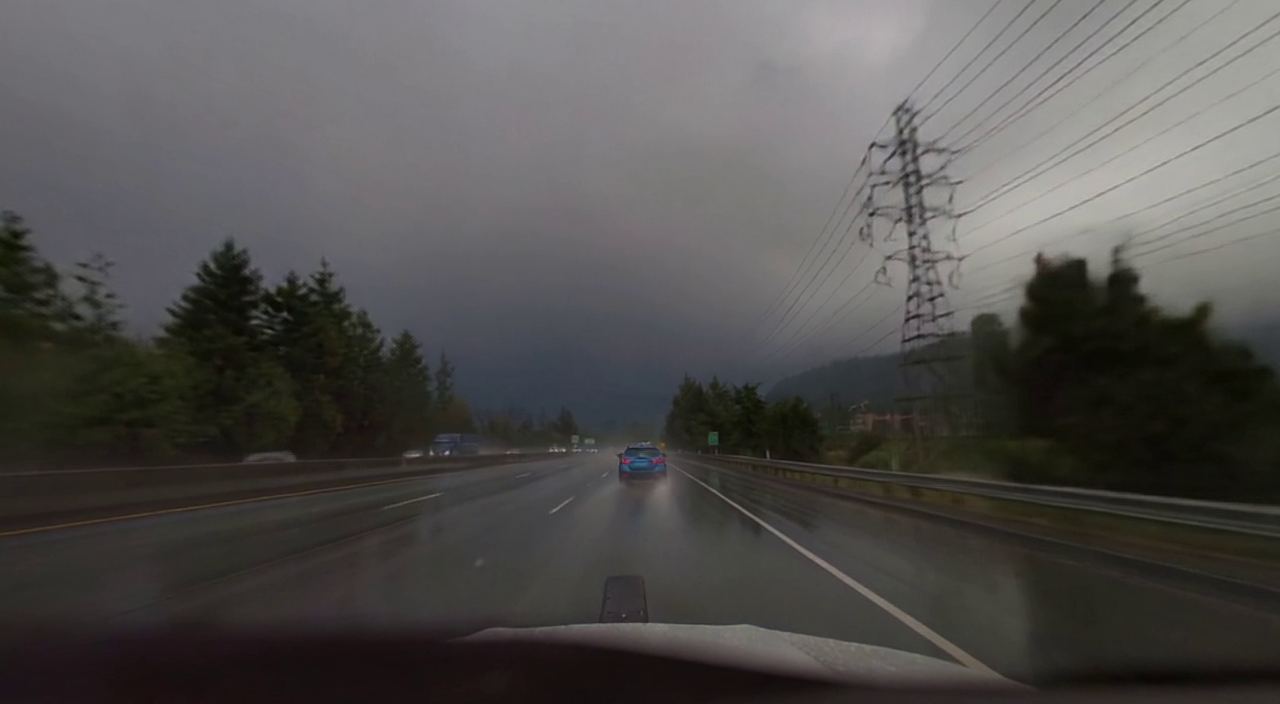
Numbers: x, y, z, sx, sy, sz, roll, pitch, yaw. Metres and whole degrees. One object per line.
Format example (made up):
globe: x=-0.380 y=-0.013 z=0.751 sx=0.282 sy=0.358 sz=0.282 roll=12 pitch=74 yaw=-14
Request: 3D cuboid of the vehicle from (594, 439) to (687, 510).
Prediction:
vehicle: x=0.003 y=2.930 z=15.535 sx=1.966 sy=1.499 sz=4.298 roll=0 pitch=-9 yaw=0
